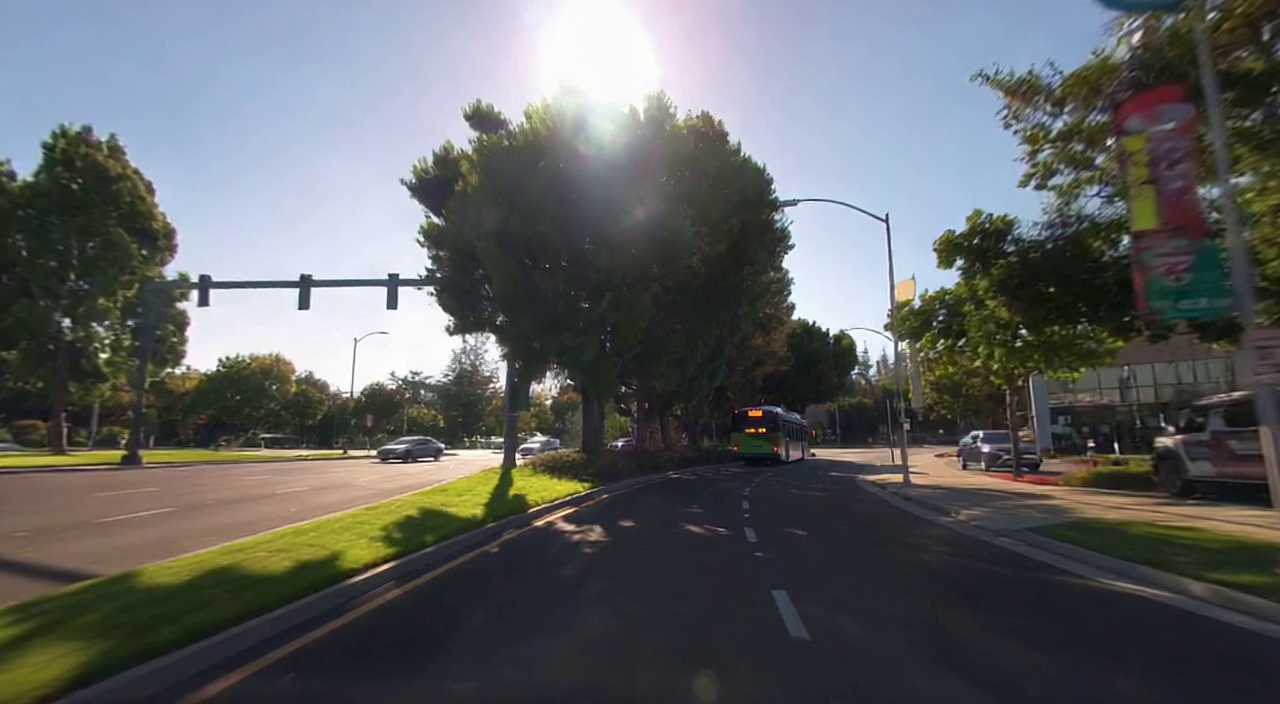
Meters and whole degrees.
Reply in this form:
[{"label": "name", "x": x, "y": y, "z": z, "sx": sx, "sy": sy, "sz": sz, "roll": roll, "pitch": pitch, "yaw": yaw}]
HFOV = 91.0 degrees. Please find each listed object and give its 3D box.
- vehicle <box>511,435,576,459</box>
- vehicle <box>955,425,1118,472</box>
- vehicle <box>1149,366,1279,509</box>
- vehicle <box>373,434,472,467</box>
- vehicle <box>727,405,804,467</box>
[{"label": "vehicle", "x": -6.693, "y": 6.678, "z": 44.315, "sx": 2.054, "sy": 1.607, "sz": 4.615, "roll": -5, "pitch": -10, "yaw": 29}, {"label": "vehicle", "x": 17.739, "y": 4.381, "z": 28.605, "sx": 5.856, "sy": 1.945, "sz": 2.183, "roll": -3, "pitch": -9, "yaw": 21}, {"label": "vehicle", "x": 14.086, "y": 1.715, "z": 12.577, "sx": 2.607, "sy": 2.822, "sz": 7.145, "roll": -1, "pitch": -9, "yaw": 8}, {"label": "vehicle", "x": -10.751, "y": 4.923, "z": 31.511, "sx": 1.854, "sy": 1.484, "sz": 4.526, "roll": -5, "pitch": -10, "yaw": 29}, {"label": "vehicle", "x": 8.354, "y": 5.490, "z": 40.706, "sx": 3.031, "sy": 3.429, "sz": 11.005, "roll": -3, "pitch": -9, "yaw": 20}]
